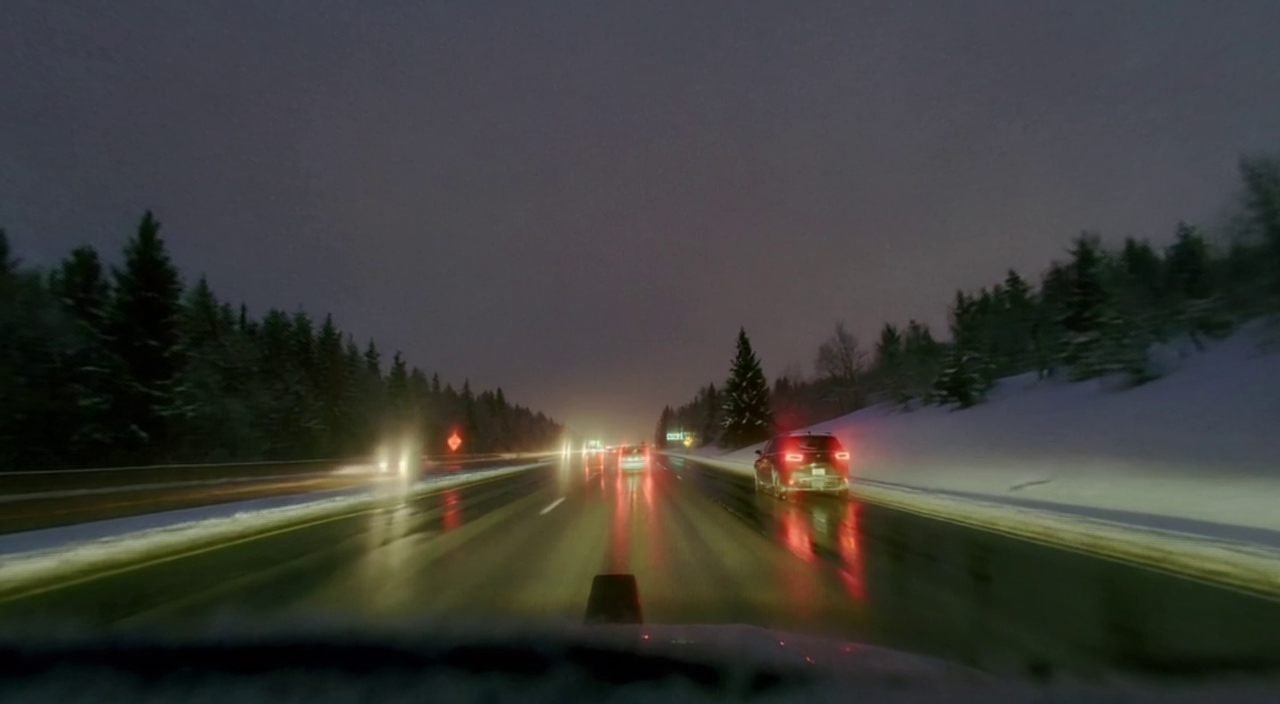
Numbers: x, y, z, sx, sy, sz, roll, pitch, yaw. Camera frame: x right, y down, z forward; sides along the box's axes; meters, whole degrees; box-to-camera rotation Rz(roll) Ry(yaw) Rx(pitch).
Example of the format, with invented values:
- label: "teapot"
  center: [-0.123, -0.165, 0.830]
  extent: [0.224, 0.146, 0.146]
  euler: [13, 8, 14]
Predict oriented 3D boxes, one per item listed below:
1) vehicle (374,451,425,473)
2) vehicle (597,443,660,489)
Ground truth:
- label: "vehicle"
  center: [-17.293, 7.929, 45.312]
  extent: [1.893, 1.464, 4.526]
  euler: [-1, -9, 0]
- label: "vehicle"
  center: [-0.408, 4.097, 22.796]
  extent: [2.066, 1.490, 3.759]
  euler: [0, -9, -1]
